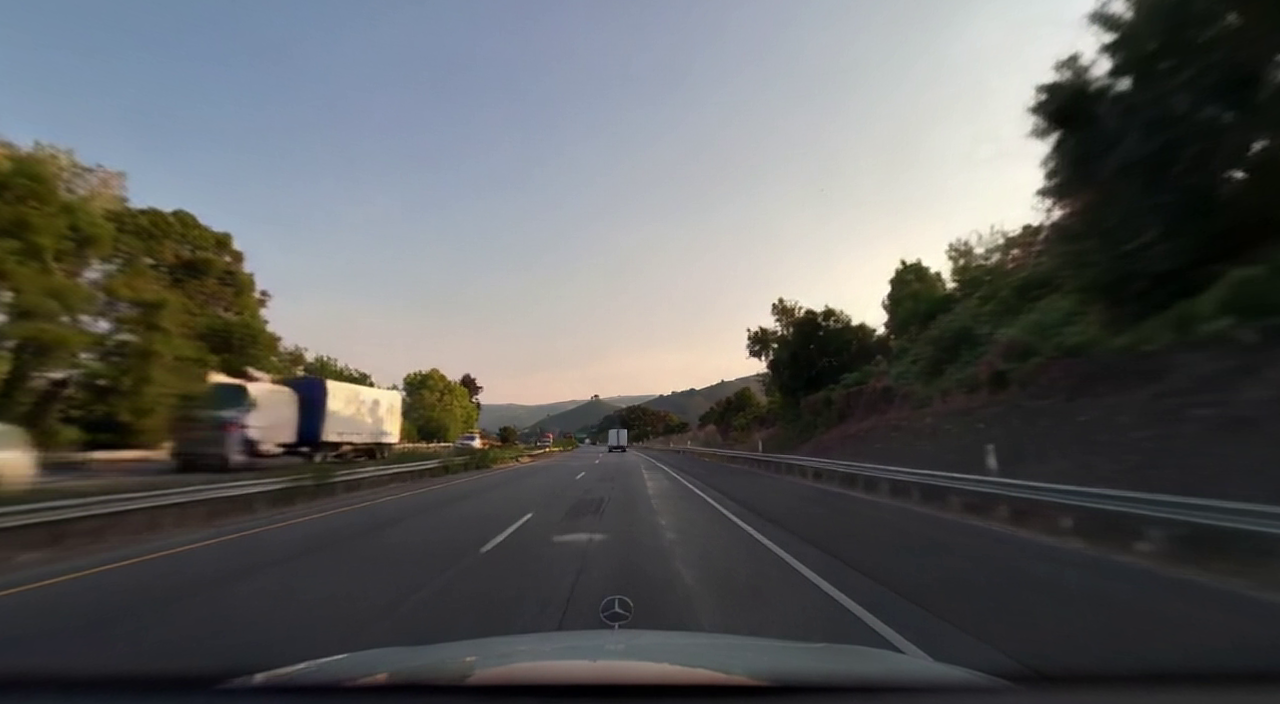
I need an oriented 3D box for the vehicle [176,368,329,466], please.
[{"bbox_3d":[-16.794,2.968,27.913,2.988,3.840,5.931,-1,-8,-1],"label":"vehicle"}]
